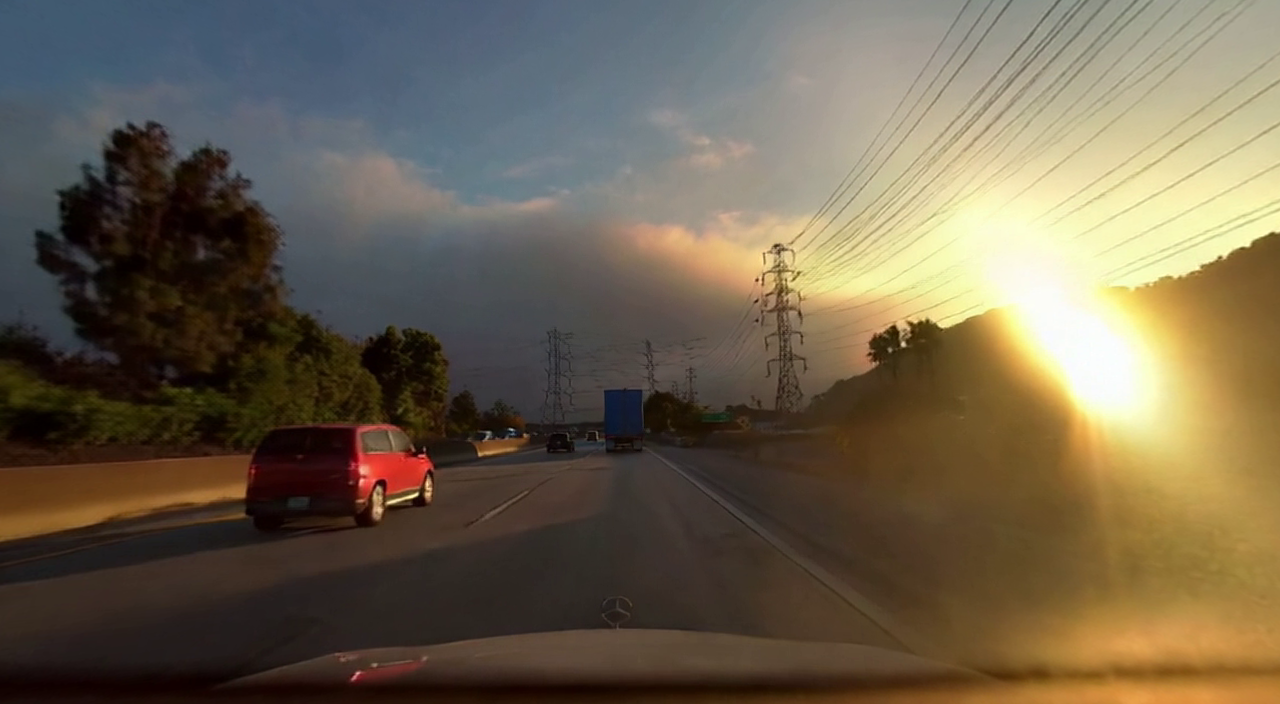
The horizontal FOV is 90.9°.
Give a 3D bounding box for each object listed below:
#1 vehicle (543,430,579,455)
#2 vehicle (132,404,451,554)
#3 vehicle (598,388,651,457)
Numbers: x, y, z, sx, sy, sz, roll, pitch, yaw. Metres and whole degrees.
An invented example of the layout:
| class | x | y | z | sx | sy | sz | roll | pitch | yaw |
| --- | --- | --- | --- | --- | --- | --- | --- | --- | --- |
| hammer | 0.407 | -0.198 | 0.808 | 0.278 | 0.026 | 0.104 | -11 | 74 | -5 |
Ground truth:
| class | x | y | z | sx | sy | sz | roll | pitch | yaw |
| --- | --- | --- | --- | --- | --- | --- | --- | --- | --- |
| vehicle | -5.219 | 6.050 | 42.131 | 1.934 | 1.549 | 4.194 | 0 | -8 | -2 |
| vehicle | -4.472 | 1.673 | 9.150 | 2.117 | 1.618 | 4.480 | 0 | -8 | -1 |
| vehicle | -1.019 | 4.572 | 39.980 | 2.955 | 3.851 | 9.915 | 0 | -8 | -2 |
